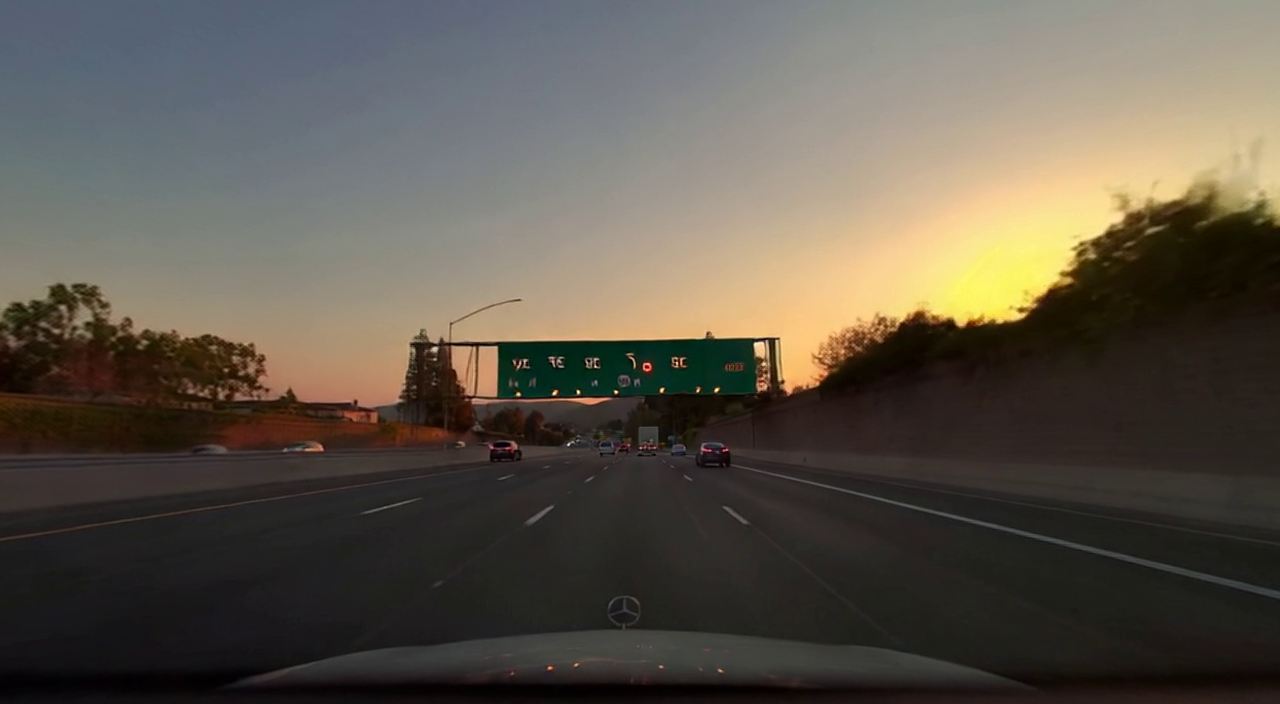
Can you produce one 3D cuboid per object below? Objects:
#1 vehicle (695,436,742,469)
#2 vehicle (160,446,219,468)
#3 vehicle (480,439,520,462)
[{"bbox_3d":[4.170,5.430,34.020,2.046,1.655,4.143,0,-8,0],"label":"vehicle"},{"bbox_3d":[-32.227,7.490,44.987,1.566,1.426,3.563,-2,-8,1],"label":"vehicle"},{"bbox_3d":[-10.791,7.650,48.773,1.998,1.712,4.671,0,-8,0],"label":"vehicle"}]
